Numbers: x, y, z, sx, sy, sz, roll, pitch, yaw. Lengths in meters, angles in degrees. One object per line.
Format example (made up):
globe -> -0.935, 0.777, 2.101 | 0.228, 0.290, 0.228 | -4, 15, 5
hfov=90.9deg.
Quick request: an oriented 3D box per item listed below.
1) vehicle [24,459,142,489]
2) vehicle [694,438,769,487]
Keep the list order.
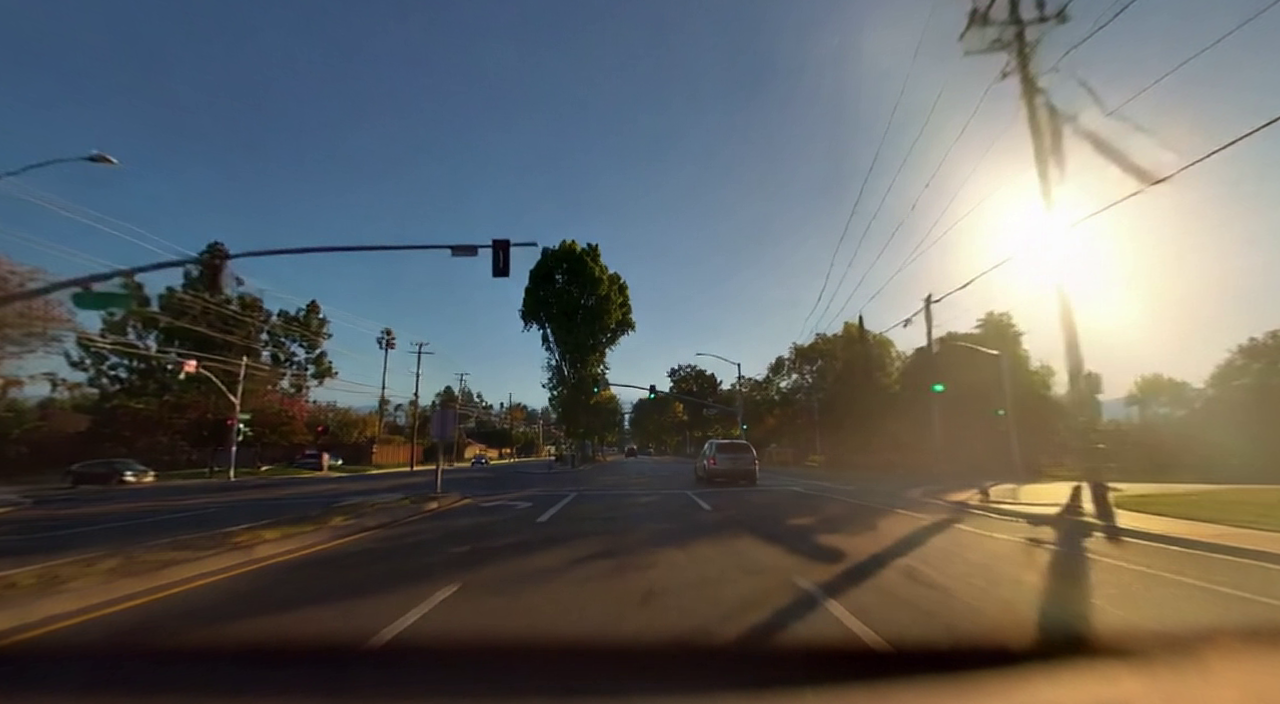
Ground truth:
vehicle -> -29.972, 6.537, 34.022 | 4.447, 1.499, 1.984 | 0, -8, -1
vehicle -> 3.561, 4.393, 25.400 | 2.240, 1.781, 4.433 | 0, -8, -2
